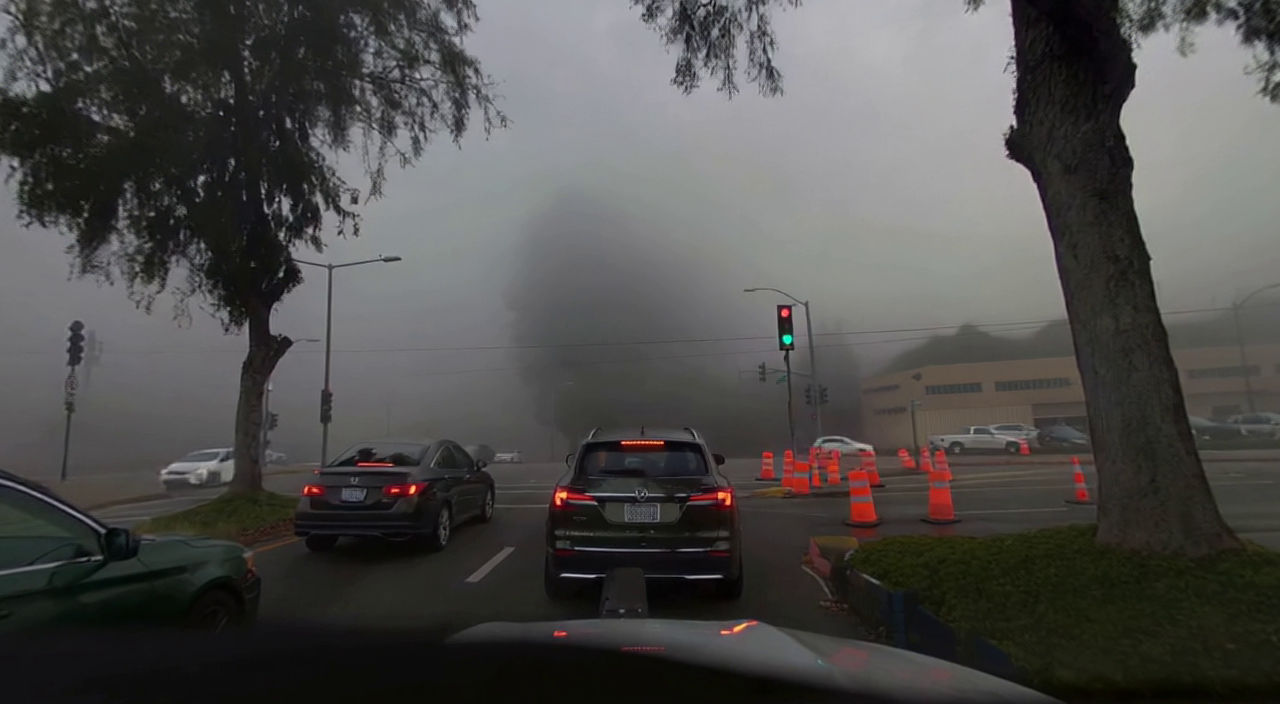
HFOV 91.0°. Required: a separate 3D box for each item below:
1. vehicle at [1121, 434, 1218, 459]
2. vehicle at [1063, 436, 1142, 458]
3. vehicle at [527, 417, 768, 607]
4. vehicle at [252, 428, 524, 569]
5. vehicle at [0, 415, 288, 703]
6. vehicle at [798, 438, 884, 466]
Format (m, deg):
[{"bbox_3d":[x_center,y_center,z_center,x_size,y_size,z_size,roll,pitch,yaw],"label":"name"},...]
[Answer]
[{"bbox_3d":[34.158,6.104,40.680,4.579,1.480,1.819,0,-9,1],"label":"vehicle"},{"bbox_3d":[36.646,7.568,49.958,4.791,1.635,1.857,0,-9,1],"label":"vehicle"},{"bbox_3d":[0.109,1.622,7.204,2.021,1.560,3.676,0,-9,1],"label":"vehicle"},{"bbox_3d":[-3.274,1.996,9.444,1.989,1.541,4.626,0,-9,2],"label":"vehicle"},{"bbox_3d":[-3.592,0.941,2.145,1.964,1.497,4.722,0,-9,1],"label":"vehicle"},{"bbox_3d":[13.198,6.611,41.643,5.043,1.759,2.085,-1,-9,8],"label":"vehicle"}]
